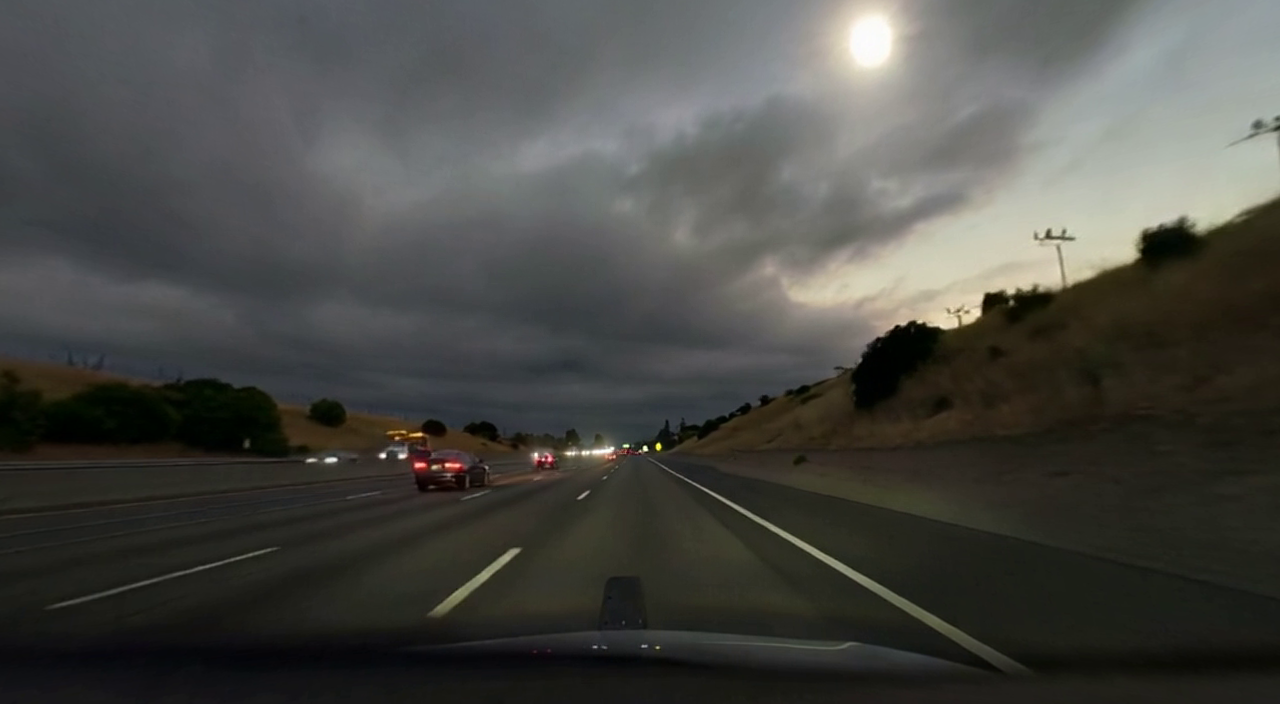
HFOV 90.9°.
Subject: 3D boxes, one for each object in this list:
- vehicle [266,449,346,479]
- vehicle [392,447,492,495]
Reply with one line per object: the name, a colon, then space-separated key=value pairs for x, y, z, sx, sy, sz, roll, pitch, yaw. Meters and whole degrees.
vehicle: x=-18.191 y=6.094 z=34.596 sx=1.885 sy=1.505 sz=4.690 roll=0 pitch=-9 yaw=0
vehicle: x=-6.820 y=4.115 z=22.259 sx=2.015 sy=1.483 sz=4.626 roll=0 pitch=-9 yaw=0
